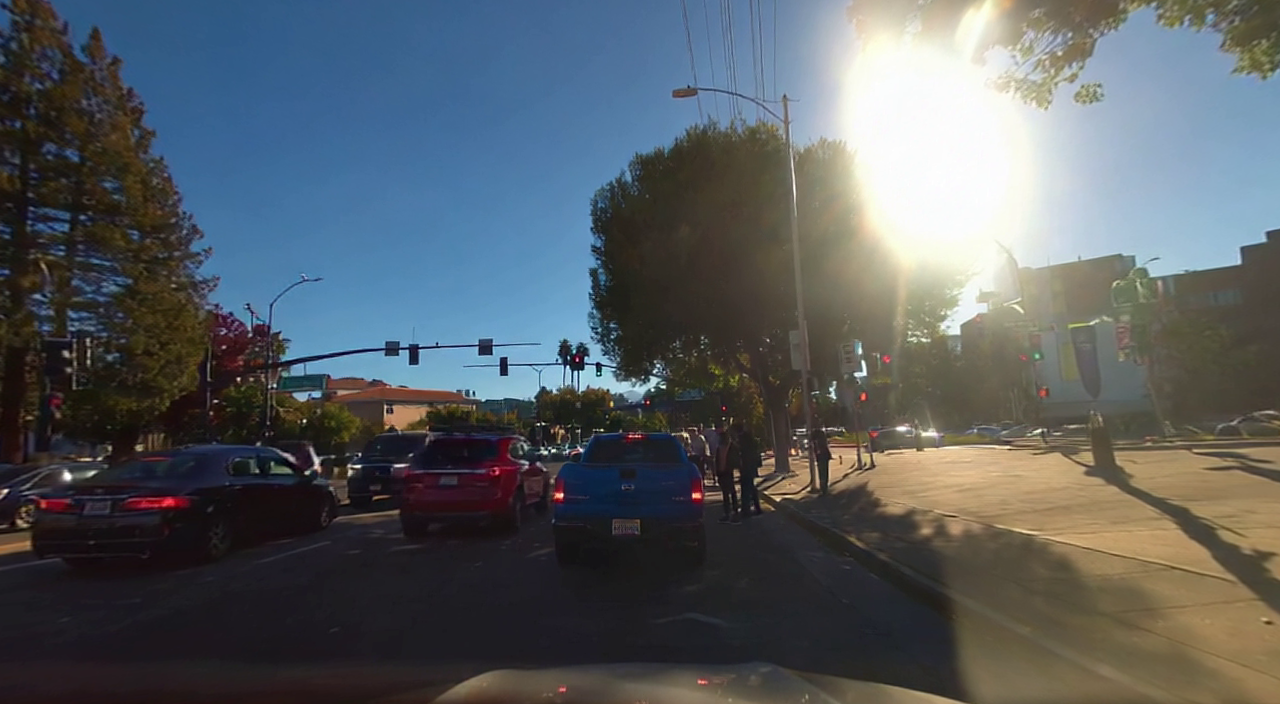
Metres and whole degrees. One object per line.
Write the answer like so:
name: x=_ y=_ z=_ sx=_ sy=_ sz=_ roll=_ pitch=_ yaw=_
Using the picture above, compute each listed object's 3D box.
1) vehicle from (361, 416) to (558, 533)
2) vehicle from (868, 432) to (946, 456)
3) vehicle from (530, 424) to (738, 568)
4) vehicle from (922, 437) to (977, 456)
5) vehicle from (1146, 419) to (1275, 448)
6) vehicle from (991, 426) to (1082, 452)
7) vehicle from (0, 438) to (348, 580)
vehicle: x=-3.190 y=2.308 z=12.482 sx=2.223 sy=1.826 sz=4.990 roll=0 pitch=-9 yaw=3
vehicle: x=17.504 y=6.064 z=41.255 sx=4.441 sy=1.452 sz=1.798 roll=-5 pitch=-10 yaw=30
vehicle: x=-0.043 y=1.829 z=8.752 sx=2.182 sy=1.501 sz=4.150 roll=0 pitch=-9 yaw=1
vehicle: x=24.583 y=7.545 z=49.915 sx=3.662 sy=1.442 sz=1.787 roll=-6 pitch=-10 yaw=33
vehicle: x=30.566 y=4.431 z=33.862 sx=4.739 sy=1.472 sz=1.804 roll=-5 pitch=-10 yaw=29
vehicle: x=23.802 y=5.265 z=37.836 sx=4.454 sy=1.440 sz=1.816 roll=-5 pitch=-10 yaw=30
vehicle: x=-6.321 y=2.054 z=9.108 sx=1.948 sy=1.530 sz=4.283 roll=0 pitch=-9 yaw=3
